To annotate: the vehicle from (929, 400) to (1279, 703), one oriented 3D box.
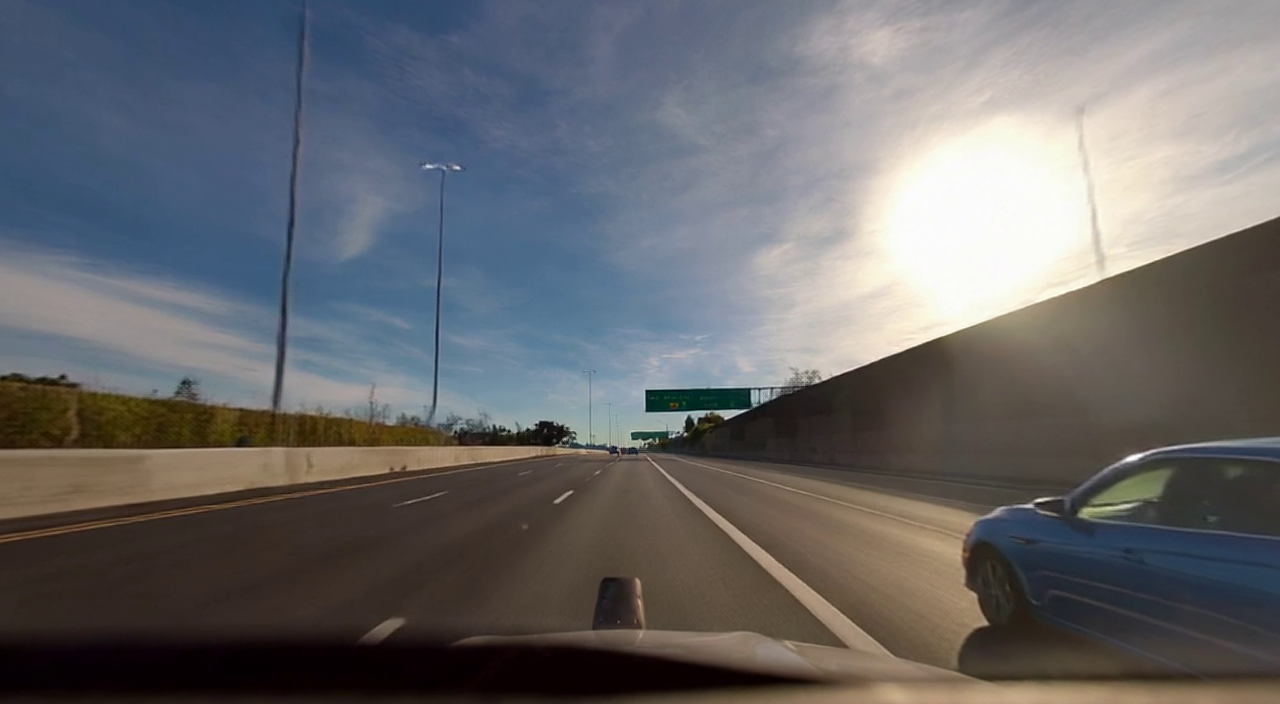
[{"bbox_3d":[3.380,0.984,2.754,1.989,1.479,4.670,0,-9,0],"label":"vehicle"}]
